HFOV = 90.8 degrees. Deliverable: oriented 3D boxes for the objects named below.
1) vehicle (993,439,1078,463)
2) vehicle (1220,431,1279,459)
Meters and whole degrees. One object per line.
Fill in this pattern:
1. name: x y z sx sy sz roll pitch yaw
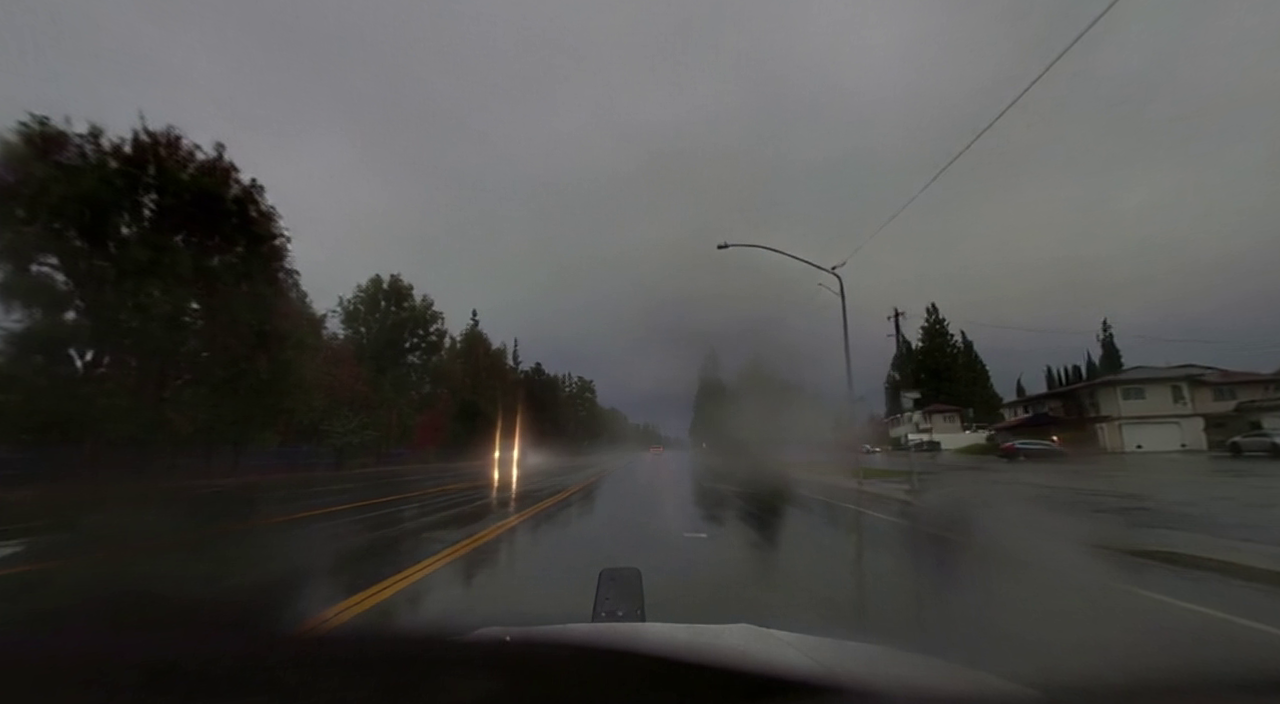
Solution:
1. vehicle: 27.031 6.774 43.268 4.580 1.598 2.010 1 -8 -5
2. vehicle: 41.547 6.290 42.691 4.494 1.782 2.212 5 -10 -33
